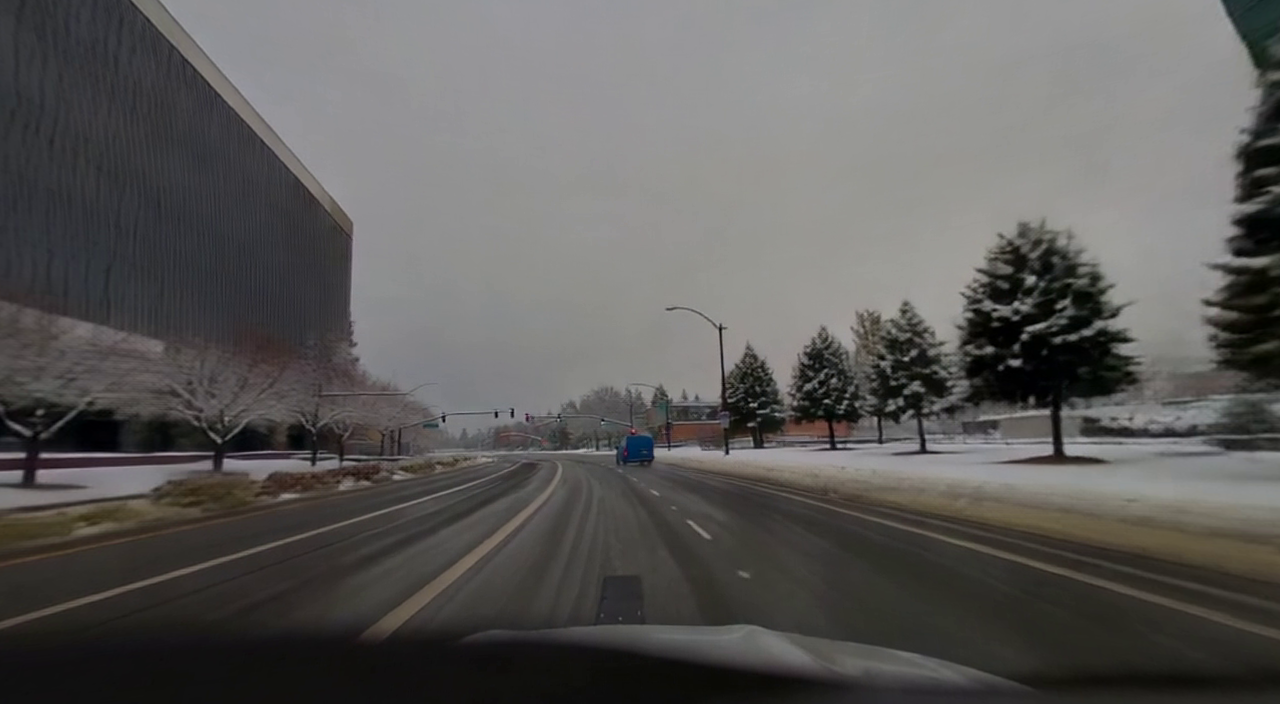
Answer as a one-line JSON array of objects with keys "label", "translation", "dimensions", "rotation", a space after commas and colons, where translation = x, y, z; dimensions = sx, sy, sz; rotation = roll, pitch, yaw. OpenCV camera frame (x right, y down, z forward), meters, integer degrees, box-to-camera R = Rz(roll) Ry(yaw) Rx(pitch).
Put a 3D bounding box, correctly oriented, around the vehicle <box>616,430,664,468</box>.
[{"label": "vehicle", "translation": [-0.078, 6.111, 39.771], "dimensions": [2.339, 2.244, 4.817], "rotation": [1, -8, -9]}]
